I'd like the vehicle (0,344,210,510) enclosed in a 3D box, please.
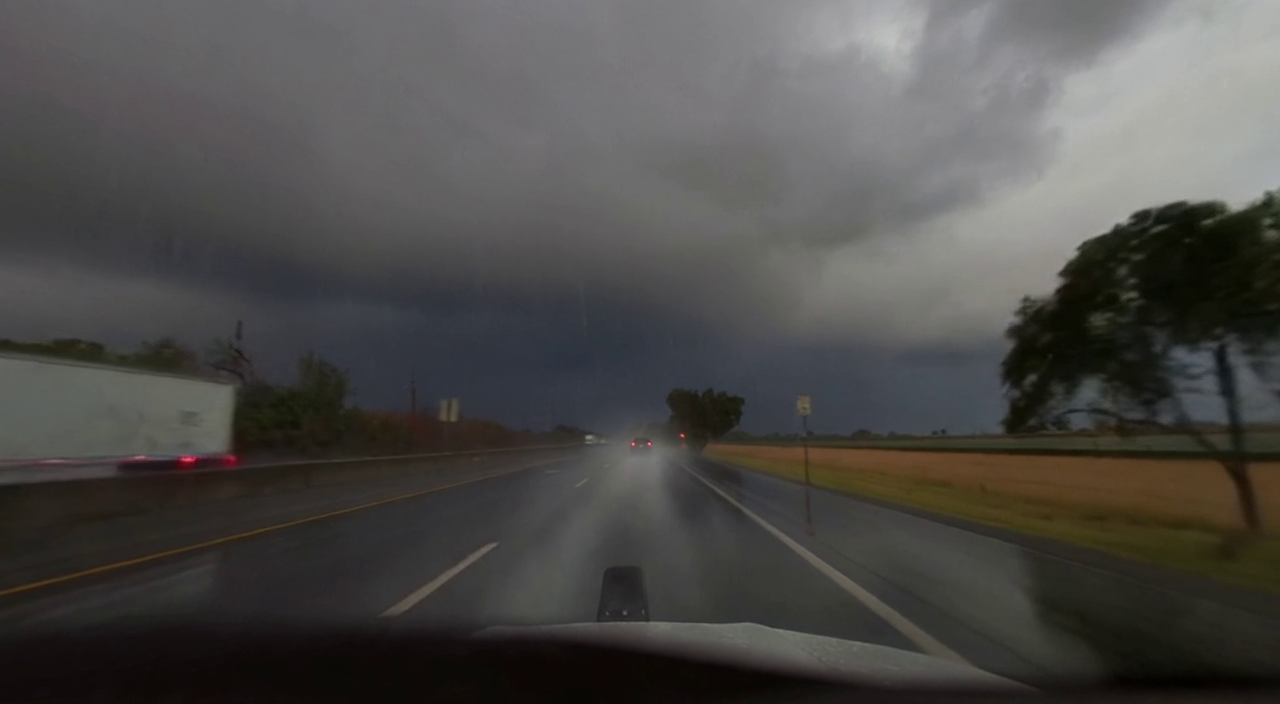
[{"bbox_3d":[-16.986,1.841,15.327,3.046,3.954,13.985,0,-8,0],"label":"vehicle"}]
